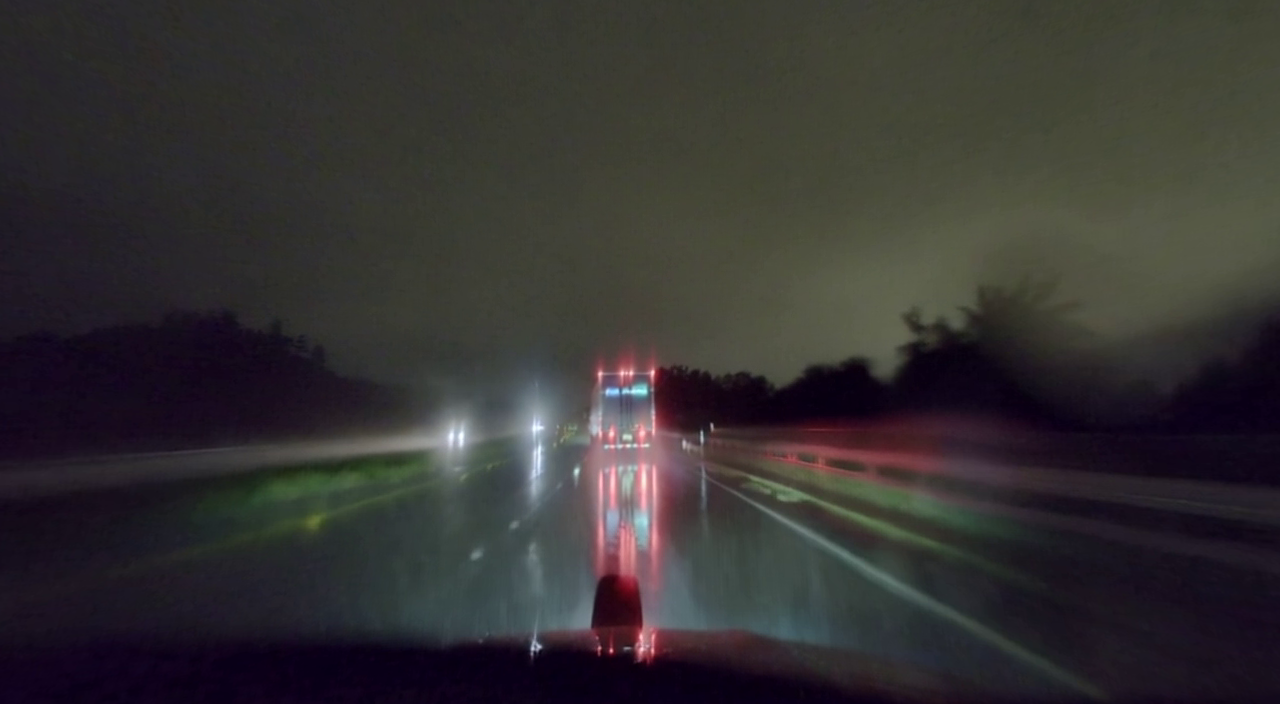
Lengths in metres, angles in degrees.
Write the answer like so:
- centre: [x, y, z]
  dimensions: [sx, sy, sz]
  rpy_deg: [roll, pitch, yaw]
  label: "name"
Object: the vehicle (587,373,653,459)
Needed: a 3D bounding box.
- centre: [-1.157, 3.618, 34.338]
  dimensions: [3.023, 3.965, 10.402]
  rpy_deg: [0, -8, -3]
  label: "vehicle"
